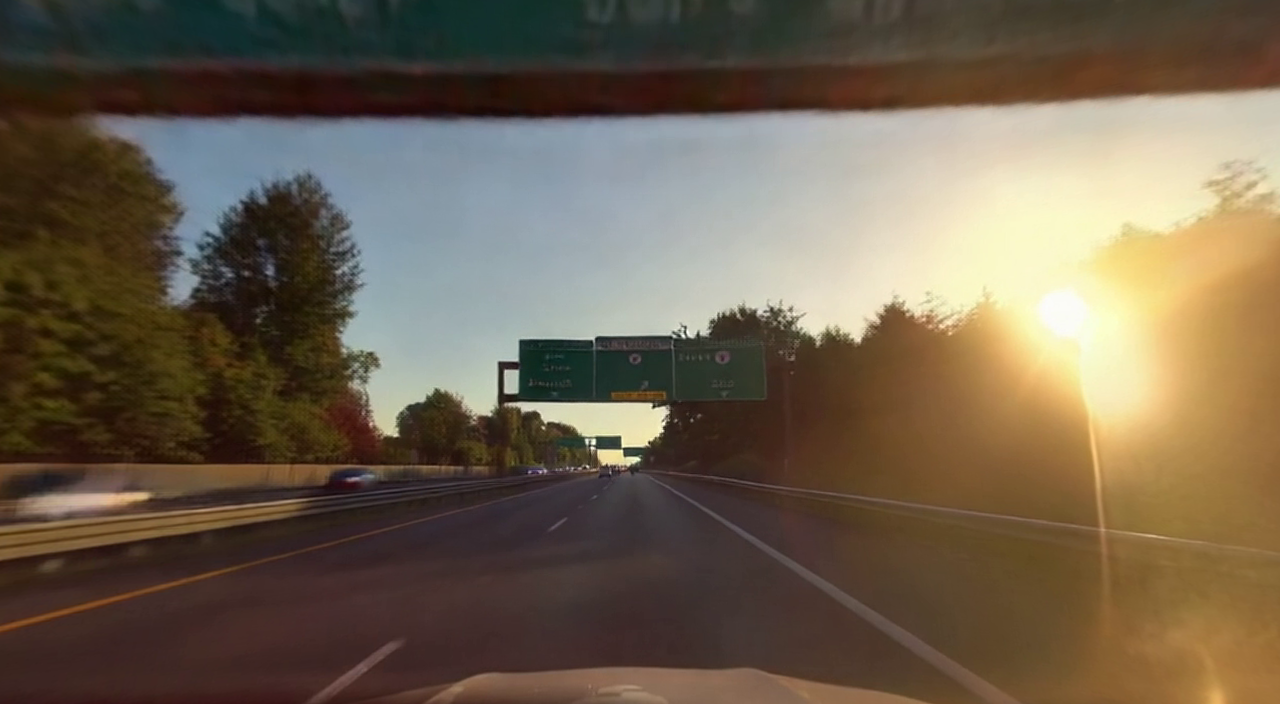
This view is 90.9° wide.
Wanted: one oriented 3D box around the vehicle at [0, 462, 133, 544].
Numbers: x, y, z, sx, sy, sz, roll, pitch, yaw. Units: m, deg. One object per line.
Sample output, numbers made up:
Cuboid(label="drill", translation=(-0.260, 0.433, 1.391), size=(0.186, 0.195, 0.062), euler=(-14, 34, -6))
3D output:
Cuboid(label="vehicle", translation=(-12.709, 2.888, 12.269), size=(1.942, 1.462, 4.503), euler=(1, -11, -1))

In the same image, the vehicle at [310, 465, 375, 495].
Cuboid(label="vehicle", translation=(-16.364, 7.046, 34.863), size=(1.709, 1.501, 3.758), euler=(1, -11, 0))
